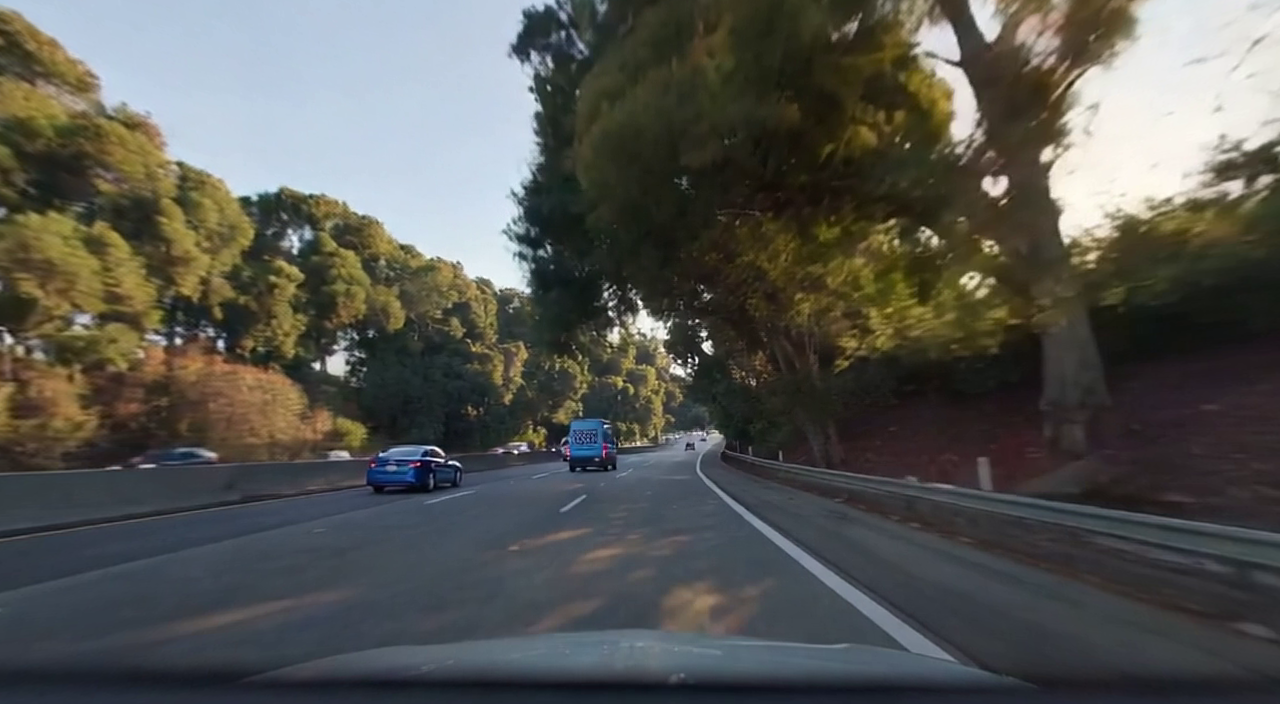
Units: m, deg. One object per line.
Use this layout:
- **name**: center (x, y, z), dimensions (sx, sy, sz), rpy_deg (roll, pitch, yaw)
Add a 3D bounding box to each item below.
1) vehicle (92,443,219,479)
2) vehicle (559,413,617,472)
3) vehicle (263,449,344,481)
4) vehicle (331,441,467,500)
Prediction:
- **vehicle**: center (-24.056, 5.414, 31.645), dimensions (1.999, 1.620, 5.320), rpy_deg (0, -8, 3)
- **vehicle**: center (-2.654, 4.868, 33.987), dimensions (2.319, 2.883, 5.632), rpy_deg (0, -8, 4)
- **vehicle**: center (-16.332, 5.485, 30.831), dimensions (1.838, 1.427, 3.727), rpy_deg (0, -8, 2)
- **vehicle**: center (-6.588, 3.266, 17.871), dimensions (1.947, 1.438, 4.440), rpy_deg (0, -8, 2)
